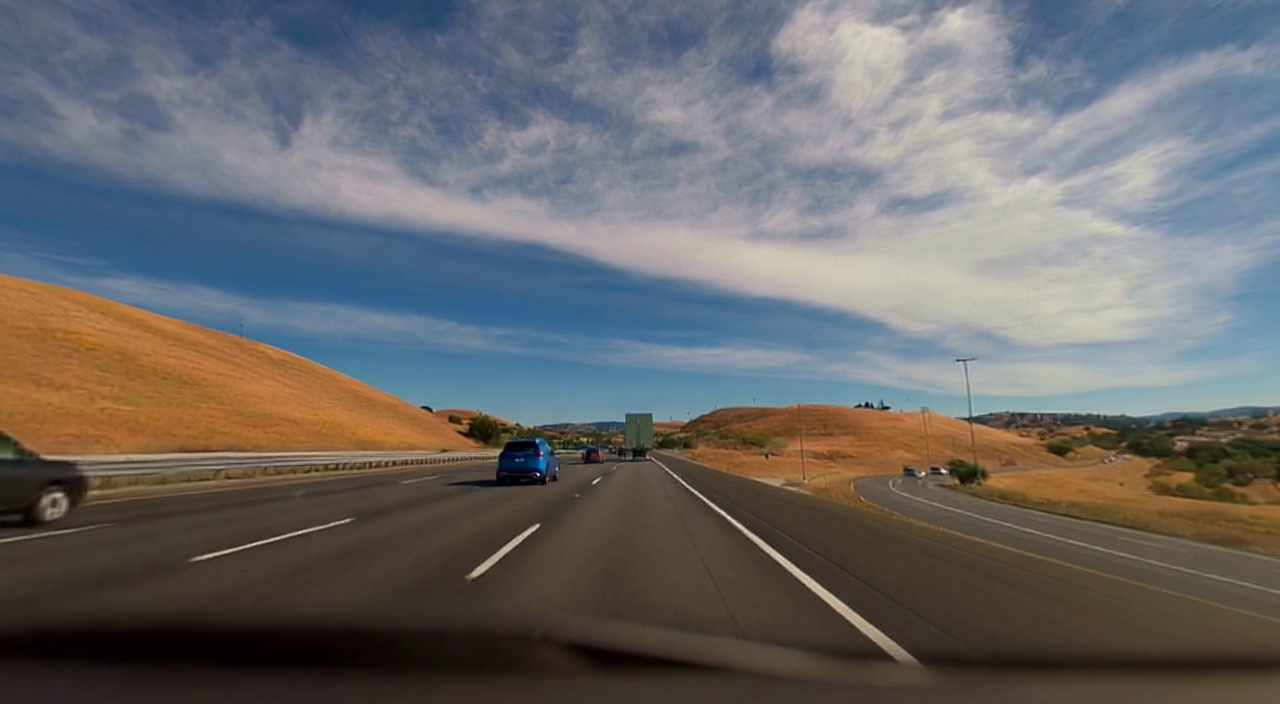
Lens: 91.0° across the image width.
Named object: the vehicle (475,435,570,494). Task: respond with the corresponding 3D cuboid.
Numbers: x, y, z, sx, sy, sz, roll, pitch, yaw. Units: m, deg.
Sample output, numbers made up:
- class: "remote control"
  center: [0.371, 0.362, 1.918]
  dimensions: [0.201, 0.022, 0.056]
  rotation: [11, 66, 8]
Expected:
- class: "vehicle"
  center: [-3.756, 3.696, 21.122]
  dimensions: [2.194, 1.725, 4.698]
  rotation: [0, -9, 1]
